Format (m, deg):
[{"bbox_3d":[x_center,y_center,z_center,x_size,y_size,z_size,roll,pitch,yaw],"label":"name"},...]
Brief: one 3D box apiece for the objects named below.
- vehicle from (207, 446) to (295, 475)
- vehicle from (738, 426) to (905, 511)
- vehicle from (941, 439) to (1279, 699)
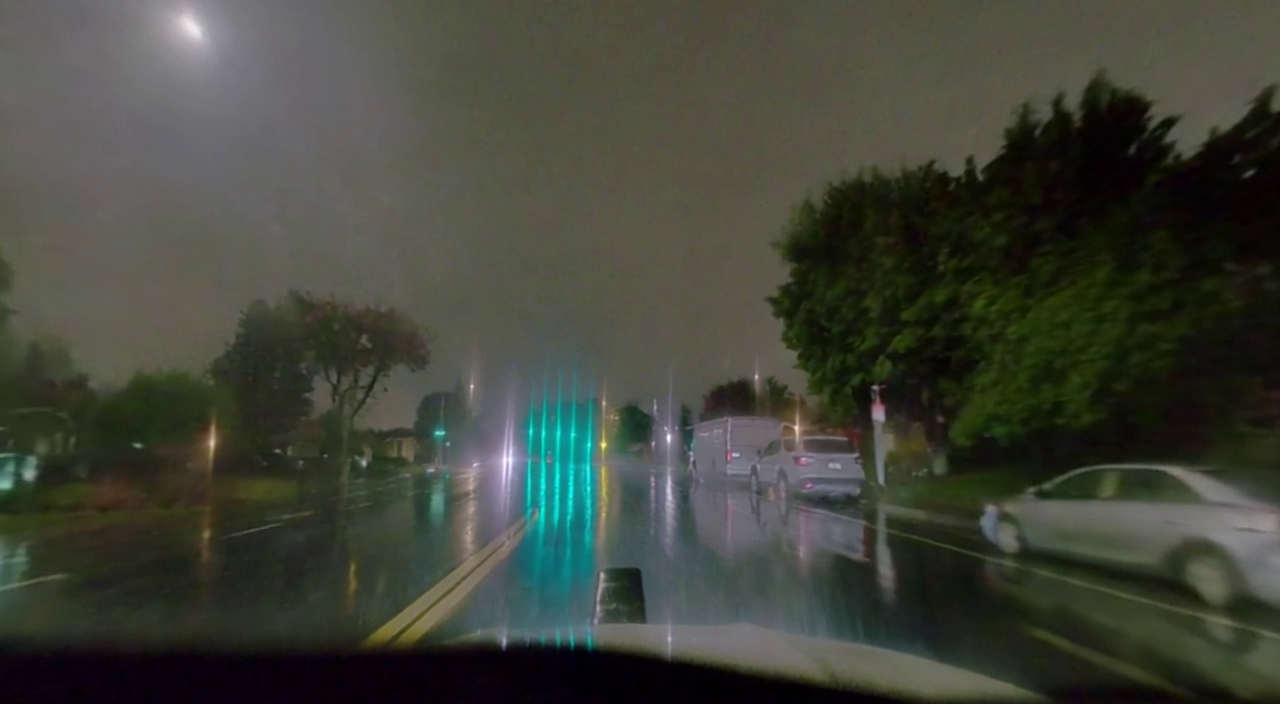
[{"bbox_3d":[-28.309,7.890,46.136,4.975,1.847,2.096,0,-8,-16],"label":"vehicle"},{"bbox_3d":[5.089,3.428,19.248,2.670,2.085,6.775,1,-9,-4],"label":"vehicle"},{"bbox_3d":[5.405,1.610,5.497,2.713,1.671,4.939,1,-8,-7],"label":"vehicle"}]
